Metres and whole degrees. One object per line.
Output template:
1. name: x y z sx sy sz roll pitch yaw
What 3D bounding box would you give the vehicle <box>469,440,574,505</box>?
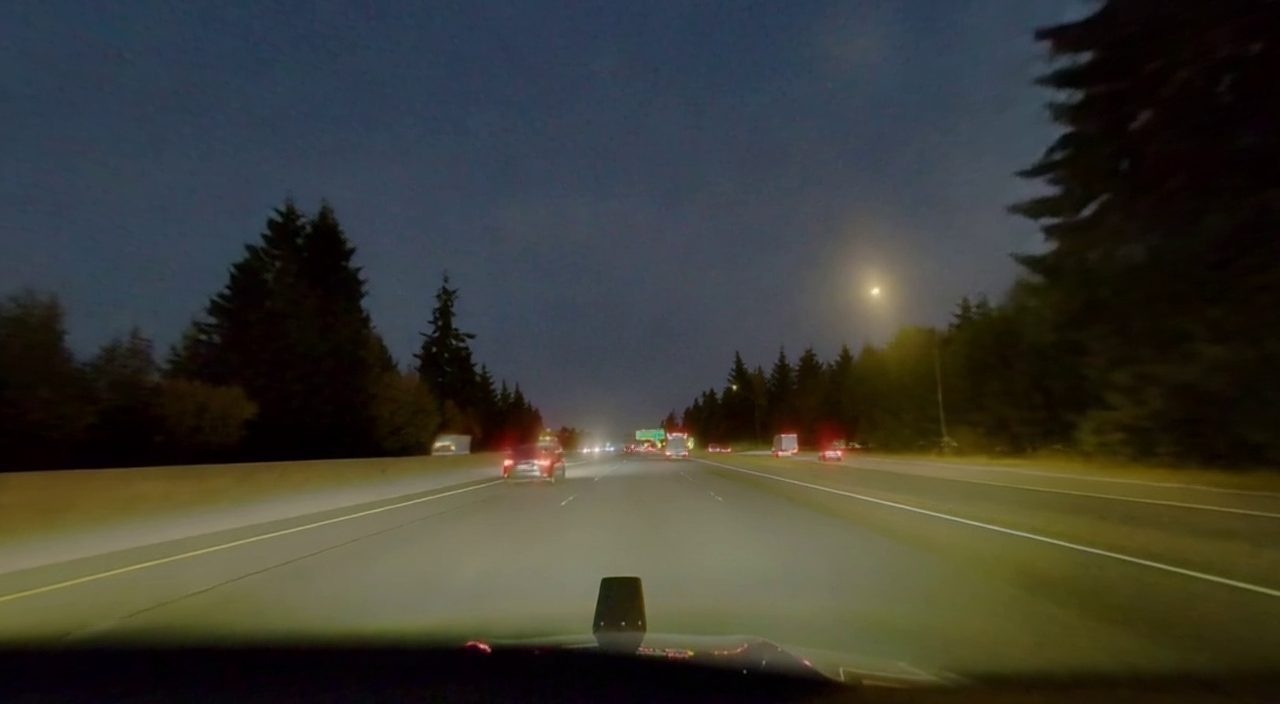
1. vehicle: -3.066 3.221 17.243 1.936 1.545 4.116 0 -9 2
